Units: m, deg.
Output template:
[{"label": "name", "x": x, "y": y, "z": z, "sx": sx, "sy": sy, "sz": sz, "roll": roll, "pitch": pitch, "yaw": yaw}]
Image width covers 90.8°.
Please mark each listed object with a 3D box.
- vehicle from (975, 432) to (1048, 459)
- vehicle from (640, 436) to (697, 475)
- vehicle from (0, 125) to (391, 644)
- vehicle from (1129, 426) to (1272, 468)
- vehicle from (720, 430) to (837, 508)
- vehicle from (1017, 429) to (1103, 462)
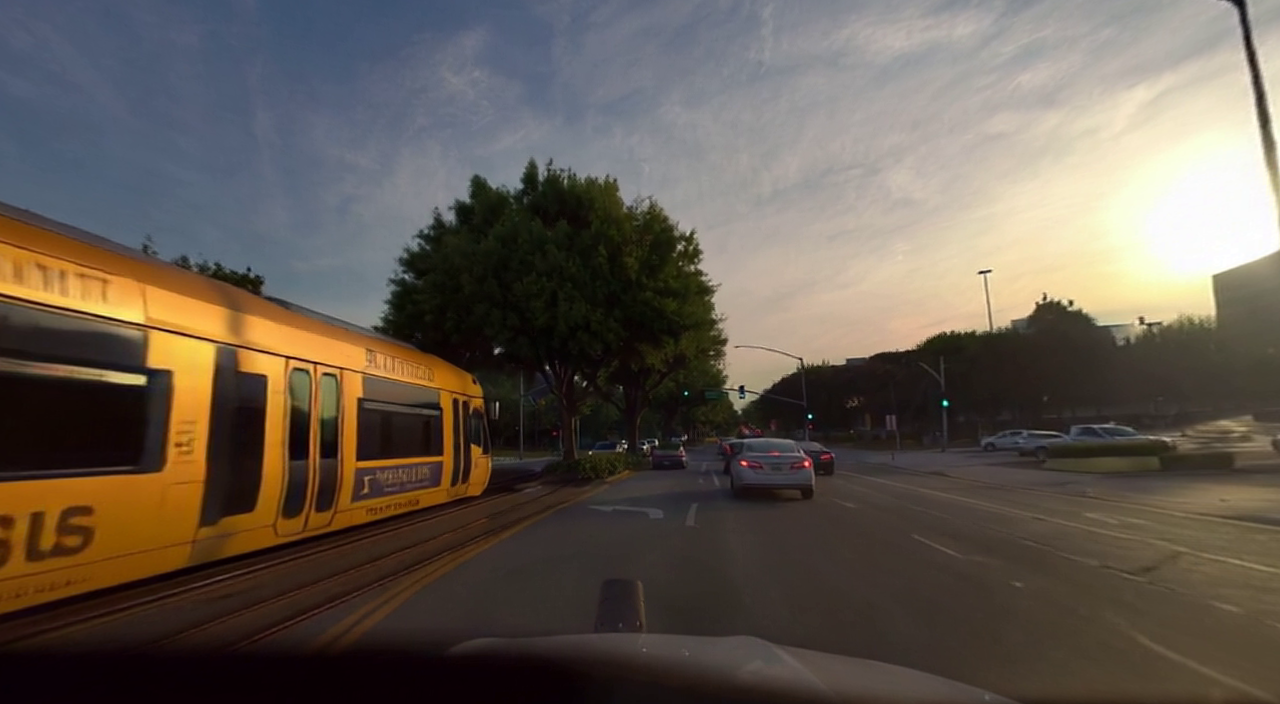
[{"label": "vehicle", "x": 21.290, "y": 5.383, "z": 36.436, "sx": 1.796, "sy": 1.434, "sz": 4.504, "roll": -1, "pitch": -8, "yaw": 5}, {"label": "vehicle", "x": 1.249, "y": 4.234, "z": 26.143, "sx": 2.118, "sy": 1.478, "sz": 4.076, "roll": -1, "pitch": -8, "yaw": 6}, {"label": "vehicle", "x": -6.166, "y": 0.089, "z": 3.443, "sx": 2.897, "sy": 3.700, "sz": 13.528, "roll": -1, "pitch": -7, "yaw": 6}, {"label": "vehicle", "x": 22.422, "y": 3.801, "z": 25.574, "sx": 1.825, "sy": 1.462, "sz": 4.764, "roll": -3, "pitch": -8, "yaw": 7}, {"label": "vehicle", "x": 2.915, "y": 2.562, "z": 14.295, "sx": 2.002, "sy": 1.471, "sz": 4.337, "roll": -1, "pitch": -8, "yaw": 5}, {"label": "vehicle", "x": 20.798, "y": 4.642, "z": 31.471, "sx": 1.831, "sy": 1.545, "sz": 3.872, "roll": -1, "pitch": -8, "yaw": 5}]
